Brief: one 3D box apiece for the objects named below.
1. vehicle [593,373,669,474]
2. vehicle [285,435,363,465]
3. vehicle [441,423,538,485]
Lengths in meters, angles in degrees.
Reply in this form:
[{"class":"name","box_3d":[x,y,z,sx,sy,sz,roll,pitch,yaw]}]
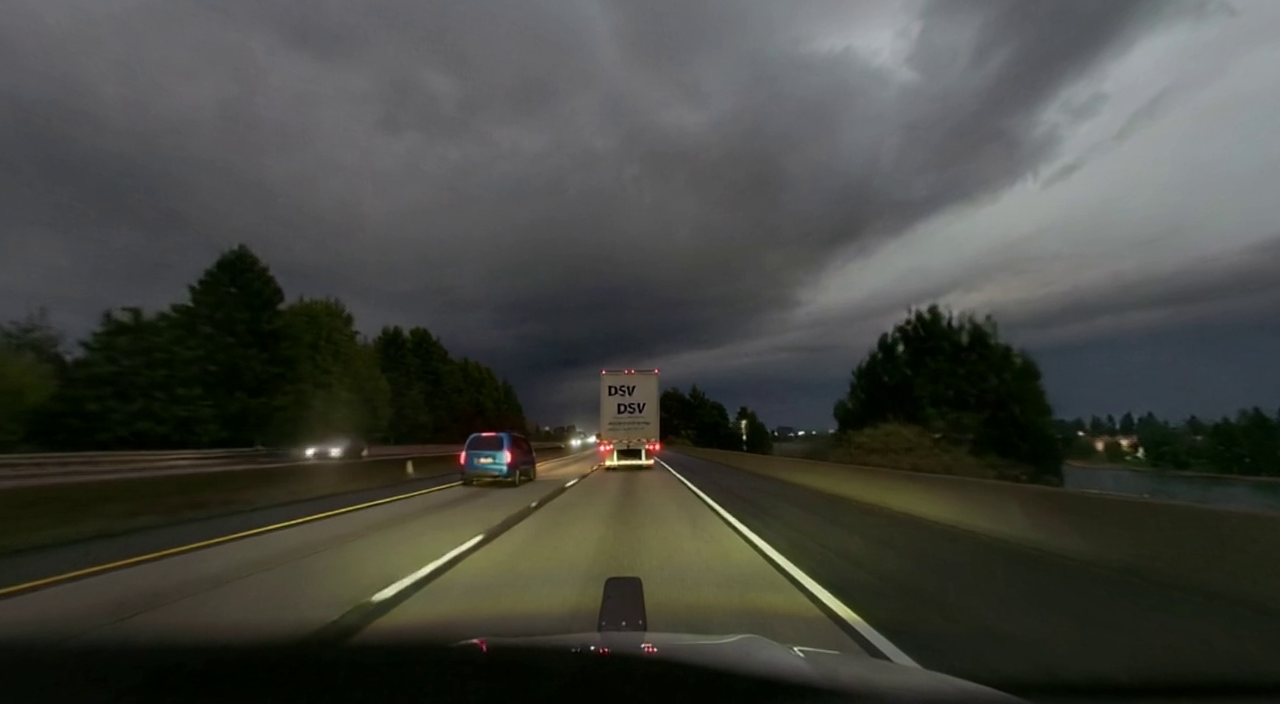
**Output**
[{"class":"vehicle","box_3d":[-0.465,3.525,29.883,2.969,3.957,10.270,0,-8,-1]},{"class":"vehicle","box_3d":[-16.845,5.239,33.801,1.924,1.457,4.470,0,-8,-1]},{"class":"vehicle","box_3d":[-4.797,3.328,20.824,2.086,1.778,4.544,0,-8,0]}]
